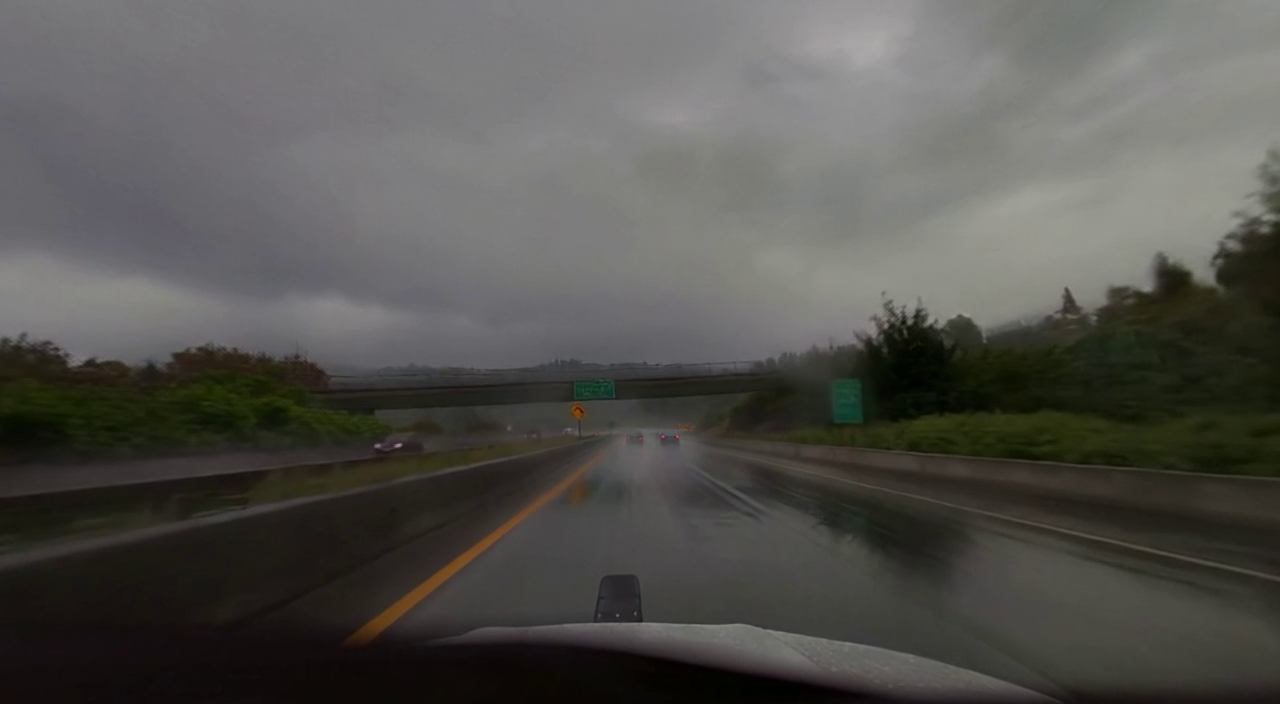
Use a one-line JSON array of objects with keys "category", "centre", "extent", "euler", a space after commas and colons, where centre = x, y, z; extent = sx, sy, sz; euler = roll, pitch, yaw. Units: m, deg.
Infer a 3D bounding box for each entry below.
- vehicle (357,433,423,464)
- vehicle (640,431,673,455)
[{"category": "vehicle", "centre": [-13.187, 5.104, 33.510], "extent": [1.899, 1.531, 4.005], "euler": [0, -8, -1]}, {"category": "vehicle", "centre": [1.069, 6.105, 42.432], "extent": [1.981, 1.490, 3.449], "euler": [0, -8, -3]}]
